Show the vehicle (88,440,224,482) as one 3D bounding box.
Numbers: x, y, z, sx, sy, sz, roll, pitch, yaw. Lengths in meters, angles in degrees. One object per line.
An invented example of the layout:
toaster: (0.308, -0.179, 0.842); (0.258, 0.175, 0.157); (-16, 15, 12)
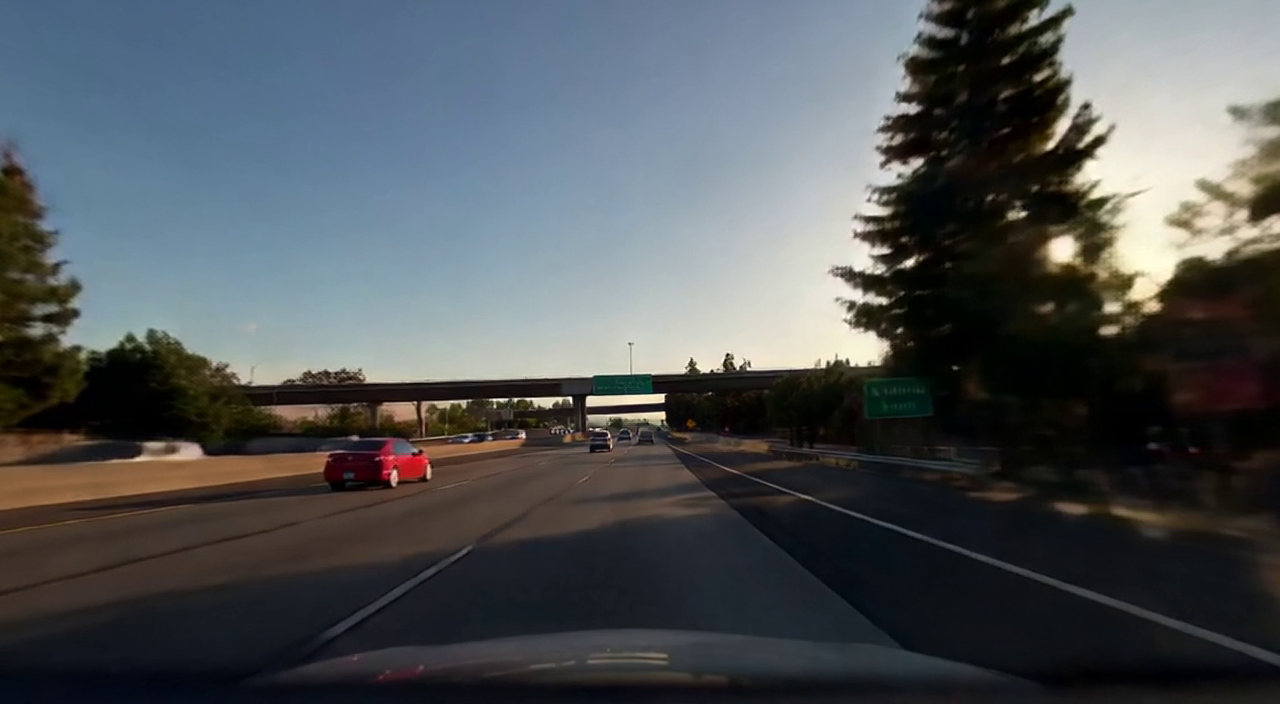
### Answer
vehicle: (-18.231, 4.100, 24.056); (1.736, 1.455, 4.263); (0, -8, 1)

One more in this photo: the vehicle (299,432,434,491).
vehicle: (-7.755, 3.144, 18.418); (1.987, 1.486, 4.174); (0, -8, 2)
